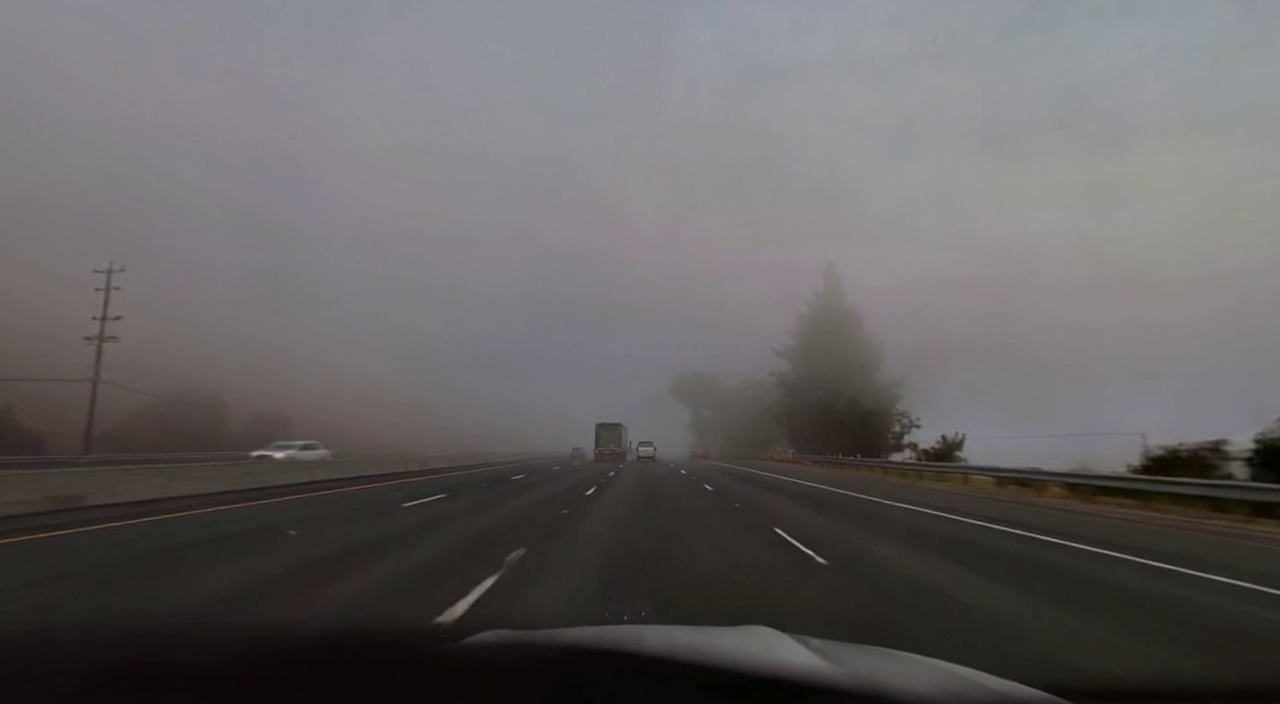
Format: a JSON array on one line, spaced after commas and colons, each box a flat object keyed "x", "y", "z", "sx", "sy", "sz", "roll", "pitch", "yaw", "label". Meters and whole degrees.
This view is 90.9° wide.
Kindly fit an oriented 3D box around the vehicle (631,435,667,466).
[{"x": 0.592, "y": 6.831, "z": 43.787, "sx": 2.309, "sy": 2.023, "sz": 5.130, "roll": 0, "pitch": -8, "yaw": 0, "label": "vehicle"}]

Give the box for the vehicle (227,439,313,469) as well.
[{"x": -20.559, "y": 5.682, "z": 35.303, "sx": 1.938, "sy": 1.560, "sz": 4.732, "roll": 0, "pitch": -8, "yaw": 1, "label": "vehicle"}]
